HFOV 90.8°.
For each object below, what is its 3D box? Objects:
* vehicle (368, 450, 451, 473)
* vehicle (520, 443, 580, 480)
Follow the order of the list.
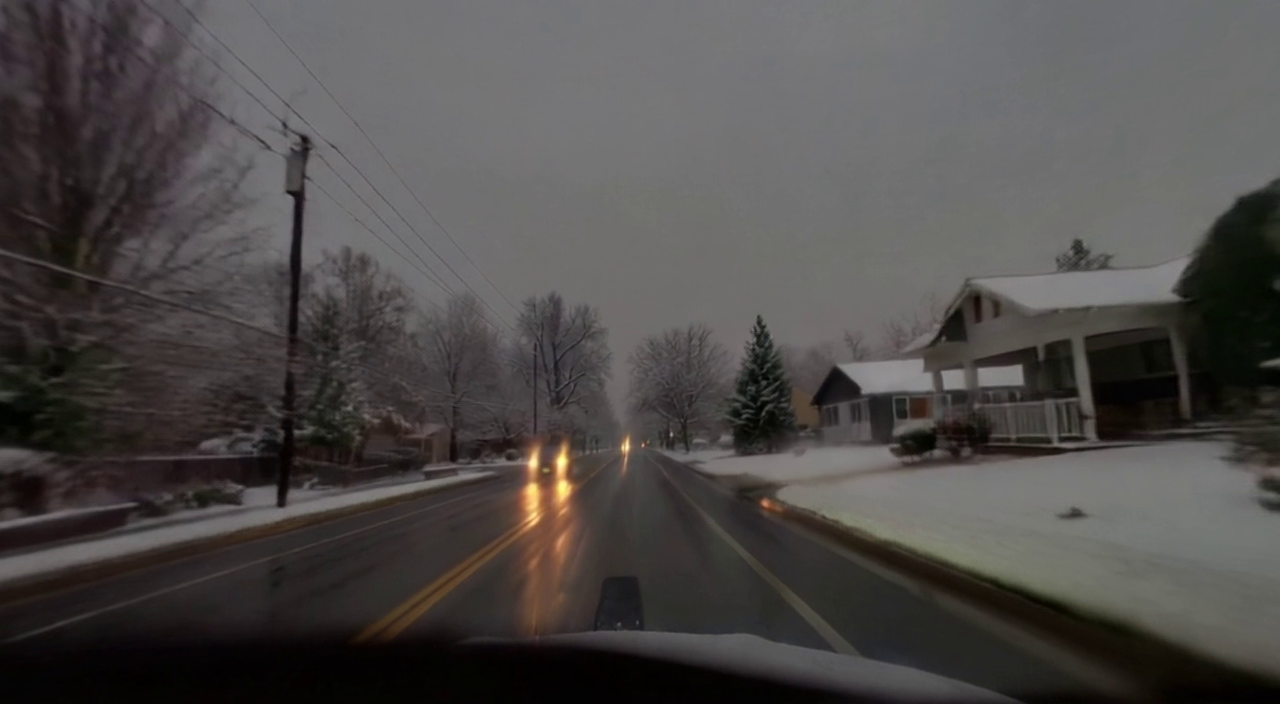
[{"bbox_3d":[-15.330,7.289,42.137,4.779,1.453,1.970,-2,-9,10],"label":"vehicle"},{"bbox_3d":[-3.967,4.915,28.637,1.996,1.519,4.559,0,-9,0],"label":"vehicle"}]
